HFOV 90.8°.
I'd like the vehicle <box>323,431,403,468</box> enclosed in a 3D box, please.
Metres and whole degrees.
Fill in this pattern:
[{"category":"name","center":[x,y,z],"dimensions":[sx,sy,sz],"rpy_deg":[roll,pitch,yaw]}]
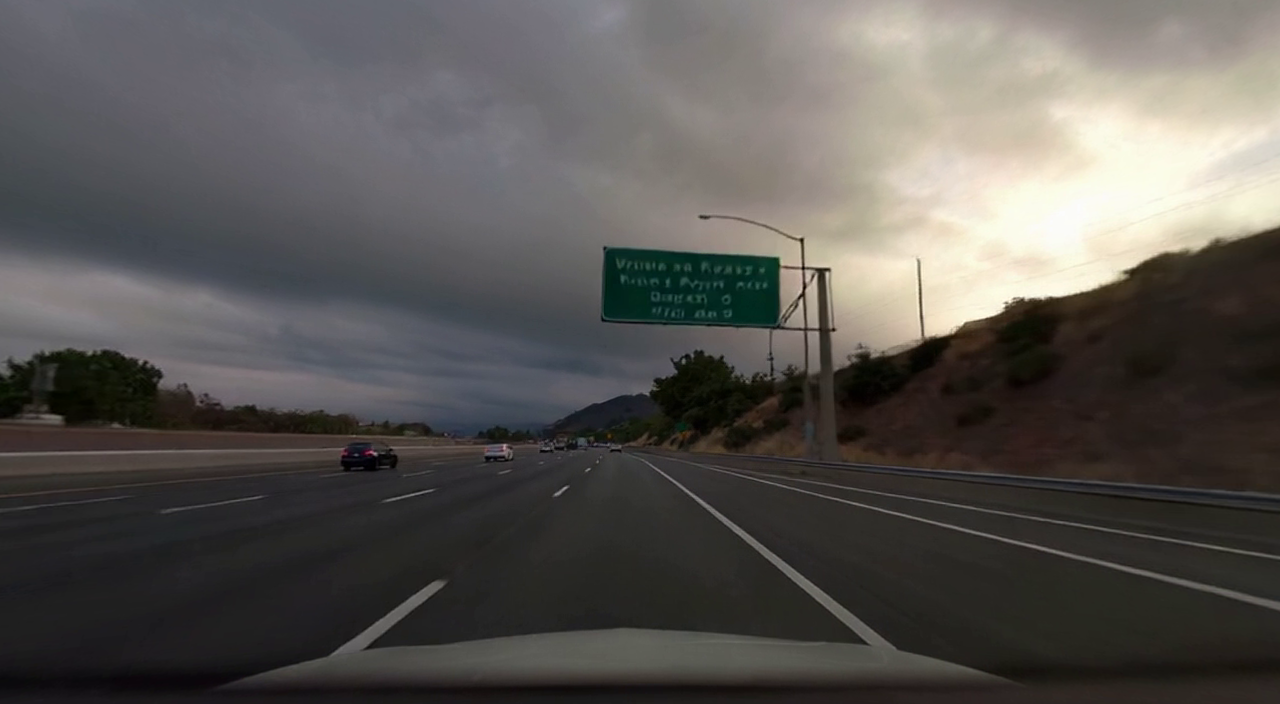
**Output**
[{"category":"vehicle","center":[-15.837,5.622,36.532],"dimensions":[2.240,1.953,5.452],"rpy_deg":[0,-9,-2]}]

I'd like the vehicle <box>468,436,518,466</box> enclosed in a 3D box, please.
[{"category":"vehicle","center":[-8.884,6.046,38.558],"dimensions":[2.104,1.715,4.319],"rpy_deg":[0,-9,-1]}]
